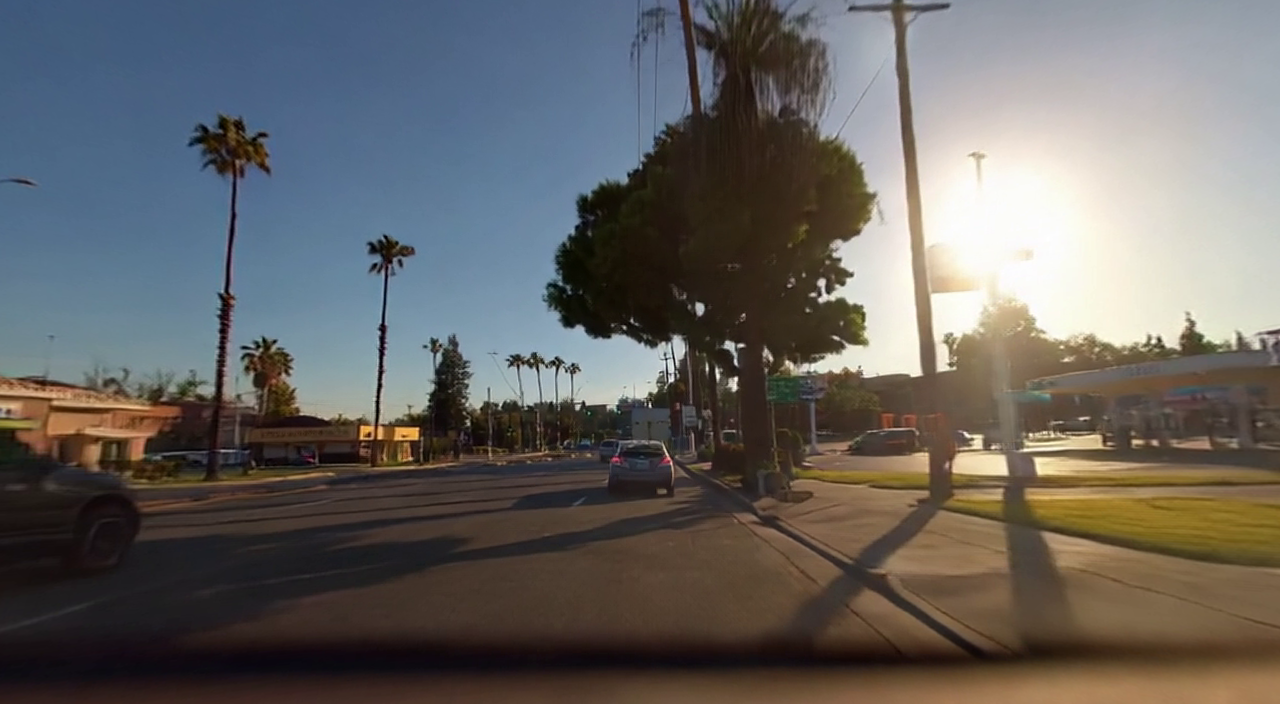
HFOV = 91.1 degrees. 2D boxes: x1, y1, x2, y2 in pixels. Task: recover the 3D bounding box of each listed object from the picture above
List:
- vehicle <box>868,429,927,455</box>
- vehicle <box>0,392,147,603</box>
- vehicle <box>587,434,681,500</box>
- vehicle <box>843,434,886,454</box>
[{"bbox_3d":[17.398,6.139,42.610,2.009,1.630,4.436,0,-9,-2],"label":"vehicle"},{"bbox_3d":[-6.287,1.064,4.346,2.057,1.705,4.394,0,-9,1],"label":"vehicle"},{"bbox_3d":[-0.095,2.974,16.656,2.145,1.483,4.453,0,-9,1],"label":"vehicle"},{"bbox_3d":[17.225,7.116,48.391,1.902,1.502,4.395,0,-9,3],"label":"vehicle"}]
